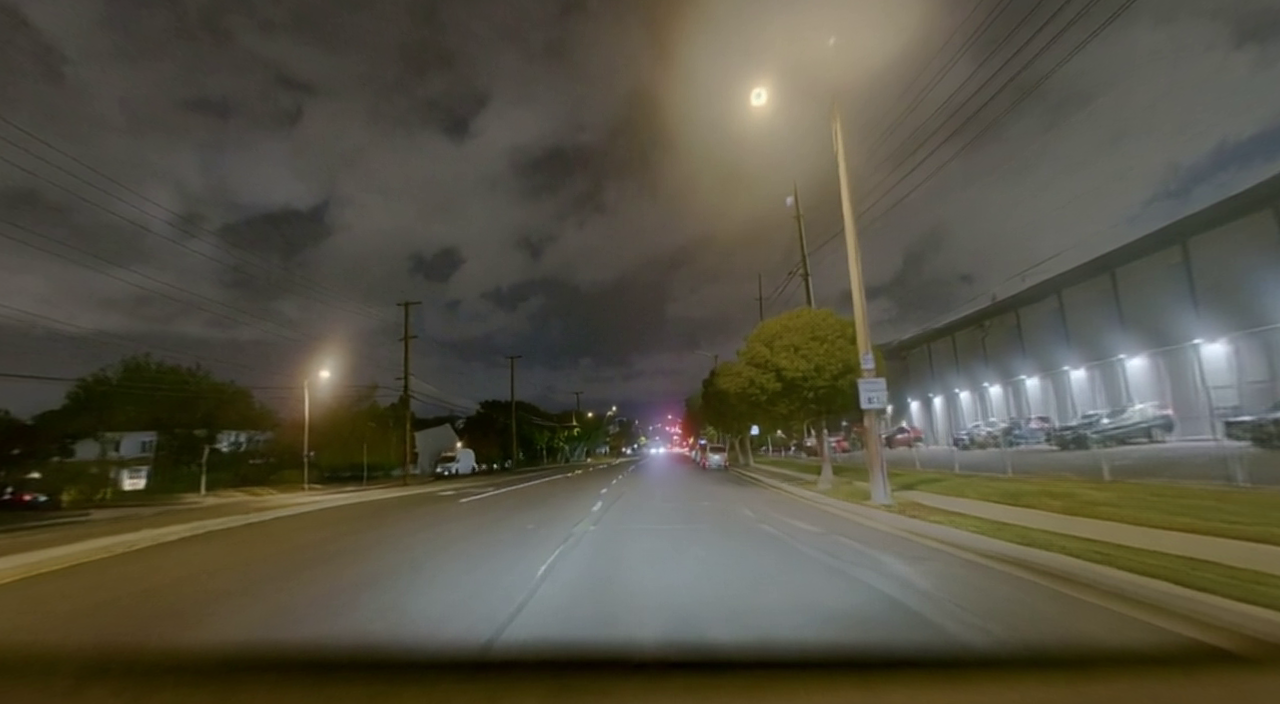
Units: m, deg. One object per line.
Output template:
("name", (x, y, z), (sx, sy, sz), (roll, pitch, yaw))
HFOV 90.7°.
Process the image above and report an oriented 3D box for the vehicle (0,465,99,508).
("vehicle", (-32.023, 7.115, 33.324), (4.902, 1.635, 2.098), (-6, -8, -15))
